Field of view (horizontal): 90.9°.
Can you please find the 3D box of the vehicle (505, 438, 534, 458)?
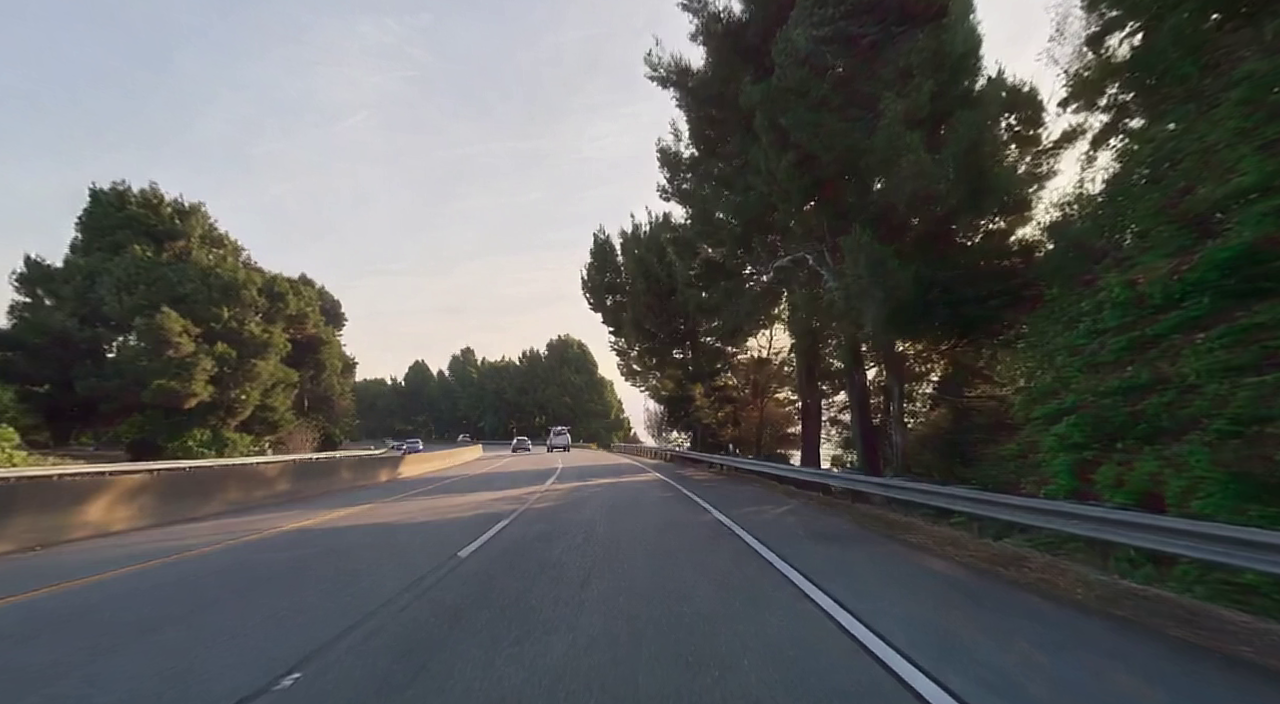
[{"bbox_3d":[-9.360,7.412,48.763,2.065,1.466,4.281,2,-9,-13],"label":"vehicle"}]
